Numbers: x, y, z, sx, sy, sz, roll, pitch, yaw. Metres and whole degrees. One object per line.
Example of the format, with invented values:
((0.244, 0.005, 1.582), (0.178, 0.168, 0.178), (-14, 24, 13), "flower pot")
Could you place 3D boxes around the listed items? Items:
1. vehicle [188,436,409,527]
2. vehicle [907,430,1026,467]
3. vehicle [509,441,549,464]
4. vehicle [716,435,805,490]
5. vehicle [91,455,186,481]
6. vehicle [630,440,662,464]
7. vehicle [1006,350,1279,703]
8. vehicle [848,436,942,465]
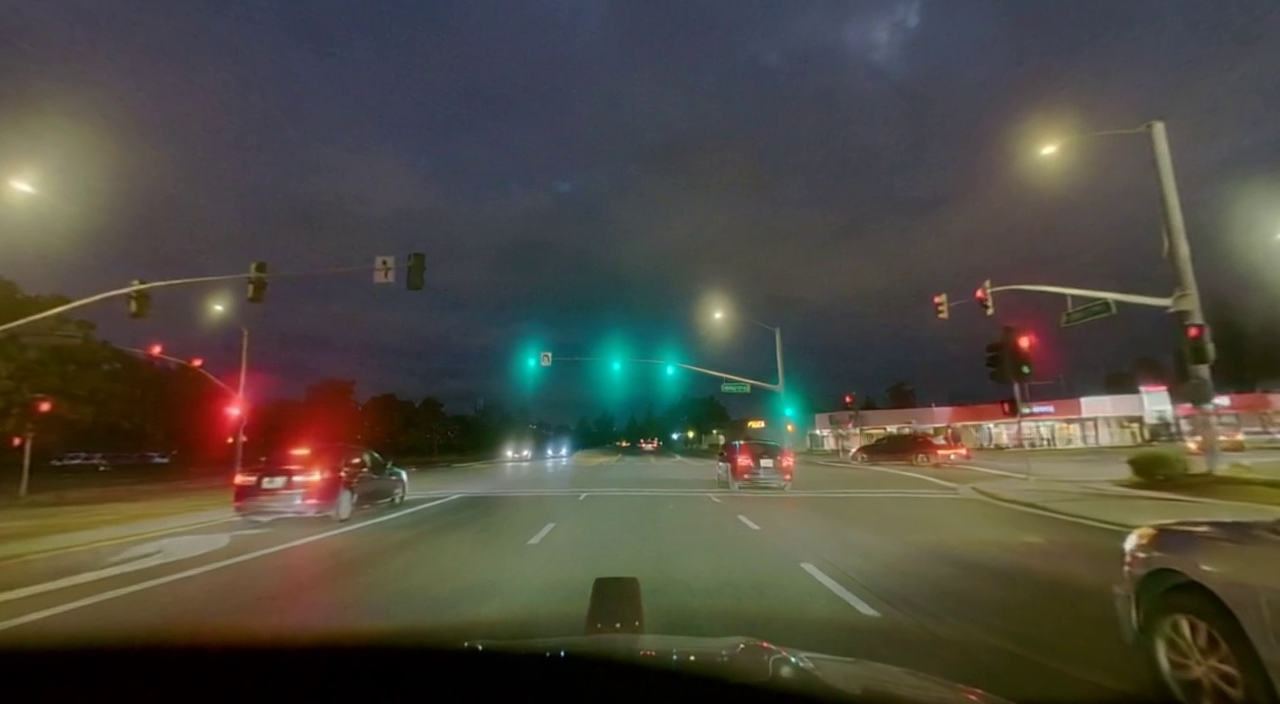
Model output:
((-6.463, 2.467, 12.664), (2.038, 1.484, 4.273), (0, -8, 0), "vehicle")
((15.855, 4.701, 30.858), (4.599, 1.731, 2.155), (0, -8, 0), "vehicle")
((-7.760, 7.094, 44.403), (1.933, 1.455, 4.562), (-3, -10, 0), "vehicle")
((3.537, 3.330, 19.330), (1.842, 1.480, 4.155), (0, -8, 0), "vehicle")
((-31.152, 7.198, 39.396), (4.307, 1.467, 1.928), (5, -10, -30), "vehicle")
((0.360, 6.618, 42.026), (2.008, 1.464, 4.052), (0, -8, -1), "vehicle")
((3.372, 0.682, 1.492), (2.174, 1.596, 4.779), (0, -8, 1), "vehicle")
((13.945, 5.413, 34.771), (4.370, 1.517, 1.939), (-1, -8, 4), "vehicle")
